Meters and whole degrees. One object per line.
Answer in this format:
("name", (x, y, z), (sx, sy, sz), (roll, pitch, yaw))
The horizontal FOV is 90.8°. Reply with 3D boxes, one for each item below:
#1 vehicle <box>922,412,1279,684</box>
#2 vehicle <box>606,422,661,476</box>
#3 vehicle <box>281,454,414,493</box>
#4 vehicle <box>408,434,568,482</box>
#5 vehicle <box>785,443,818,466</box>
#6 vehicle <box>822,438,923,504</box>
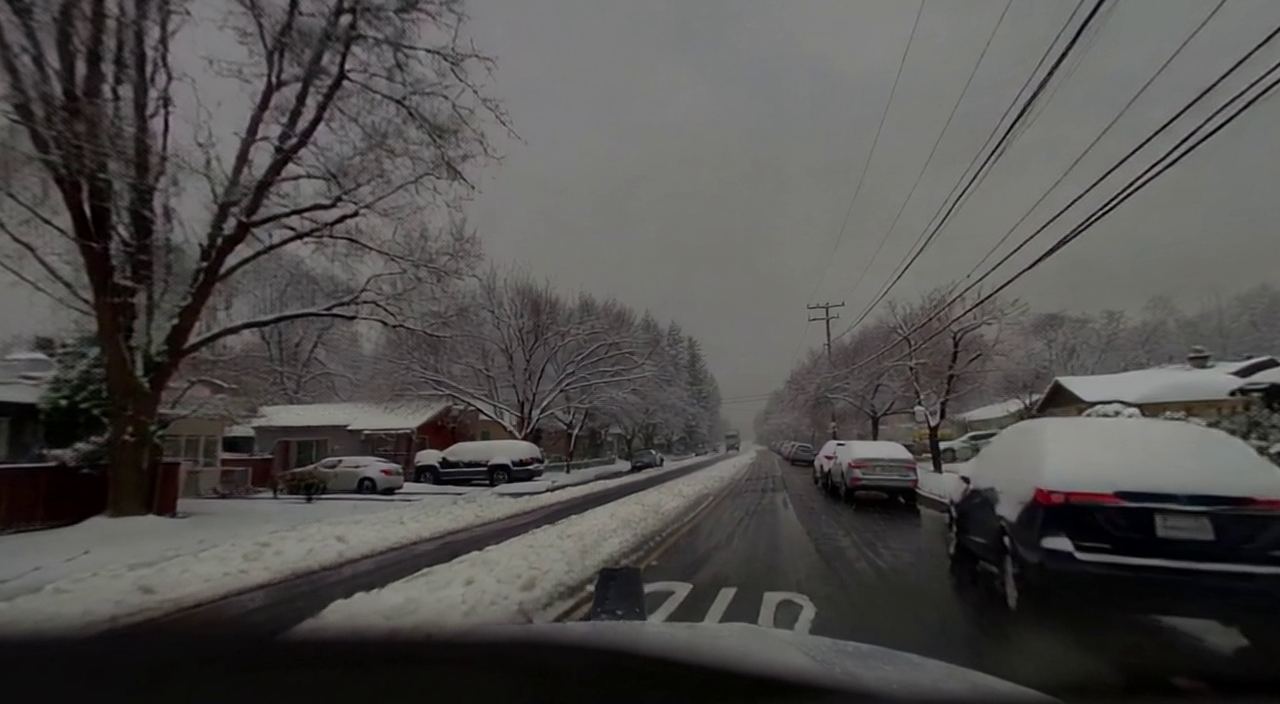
("vehicle", (3.806, 1.381, 5.335), (1.908, 1.572, 3.105), (-2, -9, 12))
("vehicle", (-0.297, 5.803, 37.892), (2.199, 2.902, 5.848), (-2, -9, 10))
("vehicle", (-11.528, 4.782, 25.034), (4.481, 1.420, 1.712), (-1, -9, 8))
("vehicle", (-6.735, 4.726, 28.318), (6.488, 2.009, 2.354), (-2, -9, 11))
("vehicle", (10.860, 6.898, 42.608), (1.743, 1.440, 3.732), (-1, -9, 9))
("vehicle", (5.771, 2.962, 16.139), (1.845, 1.453, 3.792), (-2, -9, 12))
